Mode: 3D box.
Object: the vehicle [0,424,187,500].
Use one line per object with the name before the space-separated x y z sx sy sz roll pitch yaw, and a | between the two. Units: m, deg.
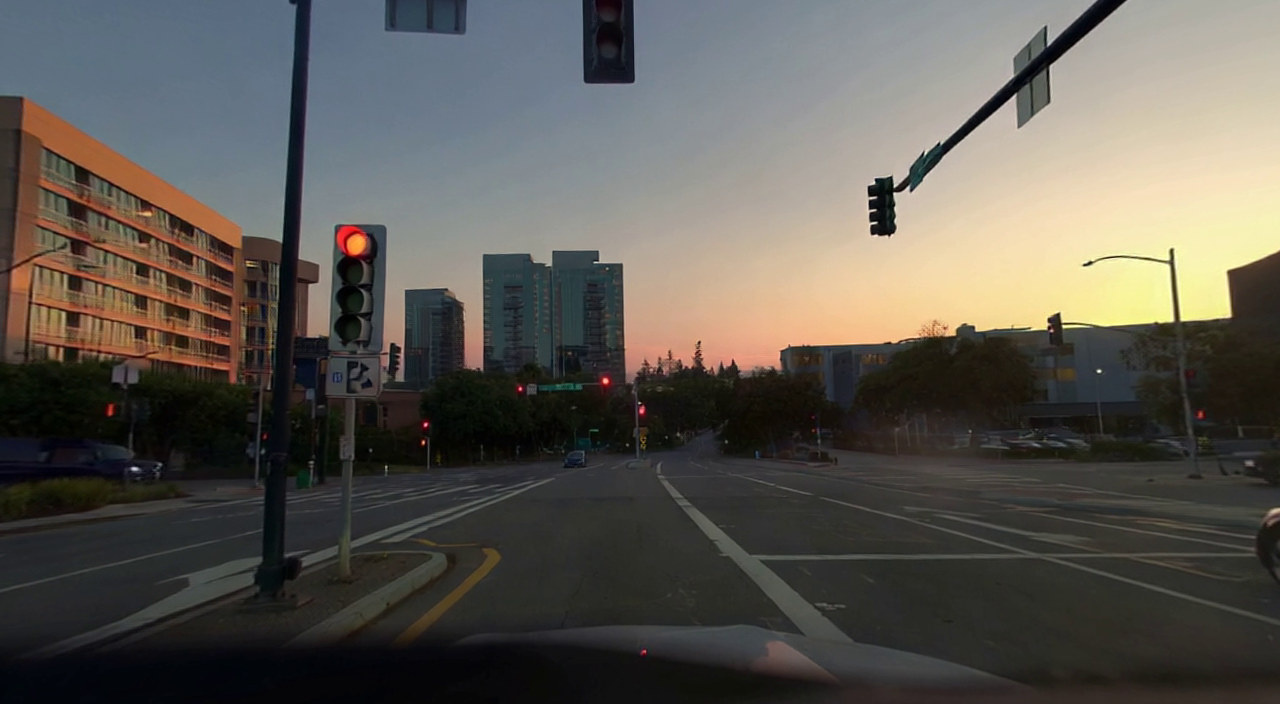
vehicle | -24.627 4.822 27.586 7.088 3.096 2.678 0 -9 -2
